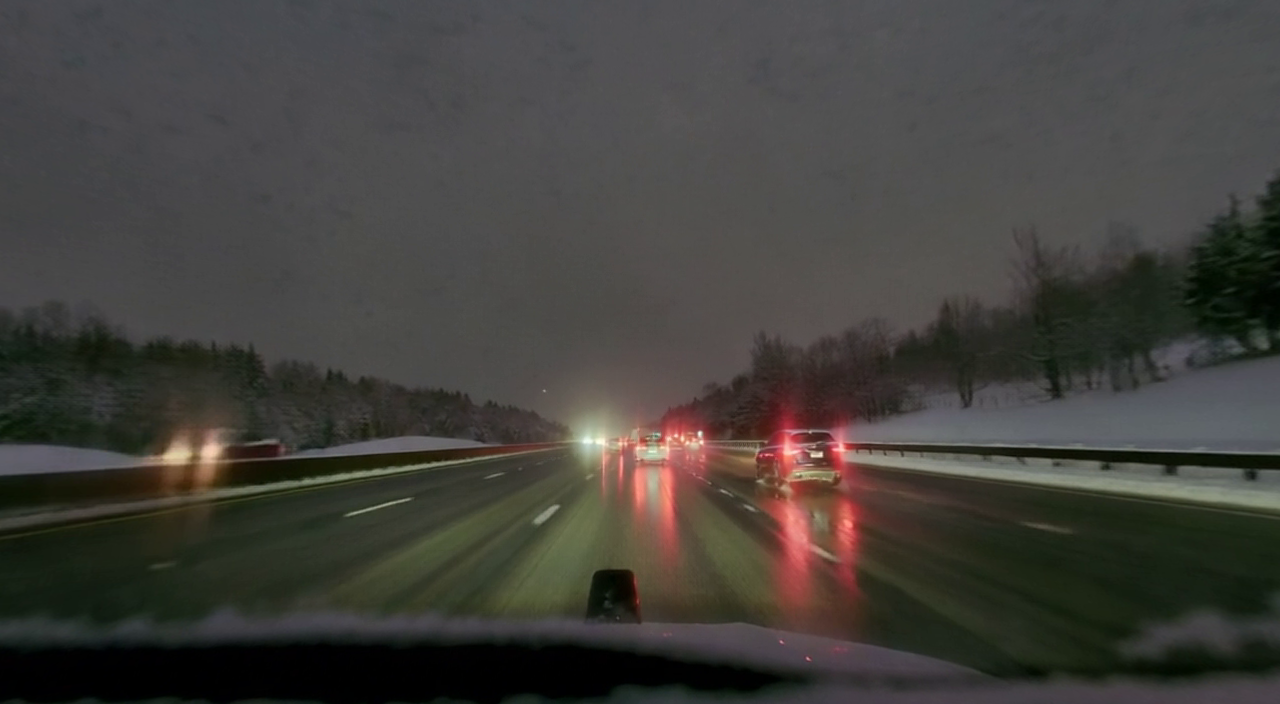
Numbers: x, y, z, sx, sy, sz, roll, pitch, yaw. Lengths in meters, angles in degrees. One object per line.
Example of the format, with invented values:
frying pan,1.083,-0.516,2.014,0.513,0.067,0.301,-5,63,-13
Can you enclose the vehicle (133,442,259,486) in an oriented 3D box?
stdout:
vehicle,-19.203,4.820,27.541,1.890,1.677,5.012,0,-8,0

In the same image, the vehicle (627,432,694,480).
vehicle,0.594,3.498,21.450,2.046,1.467,3.844,0,-8,-2
